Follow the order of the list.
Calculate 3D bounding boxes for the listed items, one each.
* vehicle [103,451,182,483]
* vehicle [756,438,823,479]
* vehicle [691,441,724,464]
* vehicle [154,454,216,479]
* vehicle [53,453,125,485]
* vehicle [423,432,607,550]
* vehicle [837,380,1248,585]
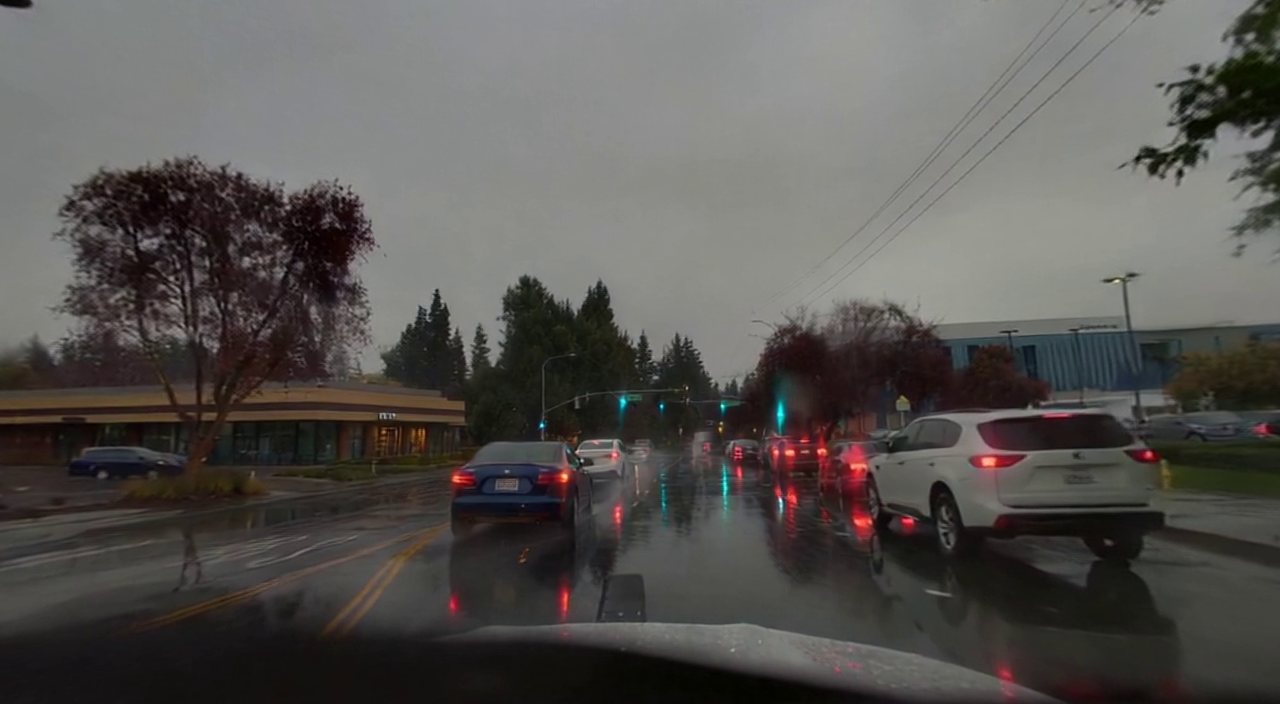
[{"bbox_3d":[-27.575,6.320,34.978,4.127,1.583,1.978,-5,-10,31],"label":"vehicle"},{"bbox_3d":[5.852,4.207,25.283,1.910,1.493,4.490,-1,-8,4],"label":"vehicle"},{"bbox_3d":[4.545,6.860,43.296,2.095,1.473,4.301,-1,-8,4],"label":"vehicle"},{"bbox_3d":[-27.042,6.766,37.533,3.527,1.390,1.681,-5,-10,32],"label":"vehicle"},{"bbox_3d":[-28.018,5.899,32.101,3.865,1.499,1.804,-6,-10,36],"label":"vehicle"},{"bbox_3d":[-1.715,2.097,10.281,1.968,1.497,4.286,0,-8,2],"label":"vehicle"},{"bbox_3d":[4.672,1.644,8.858,2.324,1.907,5.634,-1,-8,4],"label":"vehicle"}]
